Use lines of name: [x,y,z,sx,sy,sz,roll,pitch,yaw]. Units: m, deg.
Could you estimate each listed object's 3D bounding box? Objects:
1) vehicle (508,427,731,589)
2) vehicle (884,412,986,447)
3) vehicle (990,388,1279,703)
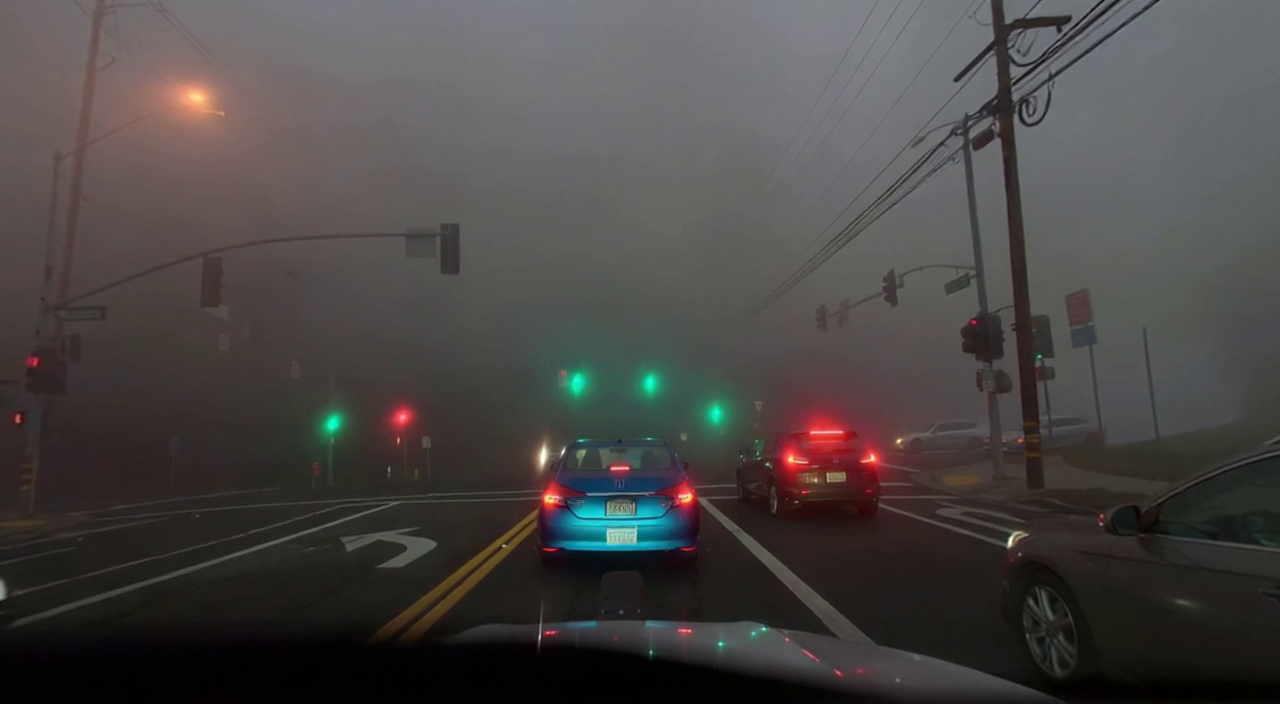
vehicle: [-0.223,1.759,8.025,2.061,1.485,4.196,0,-8,-1]
vehicle: [15.777,4.190,33.971,4.431,1.555,1.886,-4,-9,2]
vehicle: [2.928,0.829,1.702,1.860,1.494,3.707,0,-8,1]
